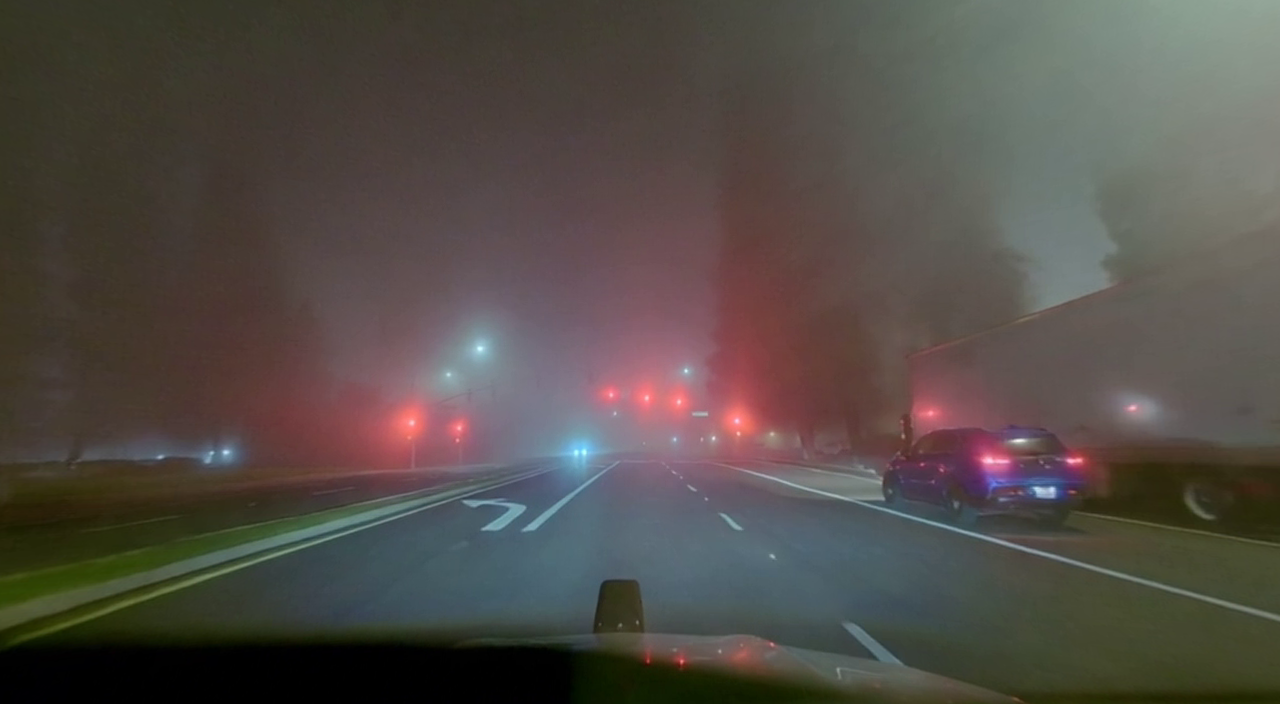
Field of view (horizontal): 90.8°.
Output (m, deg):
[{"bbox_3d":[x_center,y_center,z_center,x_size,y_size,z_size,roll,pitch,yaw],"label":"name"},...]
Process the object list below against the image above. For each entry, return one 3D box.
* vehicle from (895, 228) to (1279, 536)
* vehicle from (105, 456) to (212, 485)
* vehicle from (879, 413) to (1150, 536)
[{"bbox_3d":[10.351,1.089,13.310,2.975,4.201,17.050,0,-8,0],"label":"vehicle"},{"bbox_3d":[-27.691,6.802,36.525,4.505,1.457,2.003,3,-9,-25],"label":"vehicle"},{"bbox_3d":[6.357,2.144,11.585,2.012,1.754,4.635,0,-9,-1],"label":"vehicle"}]
